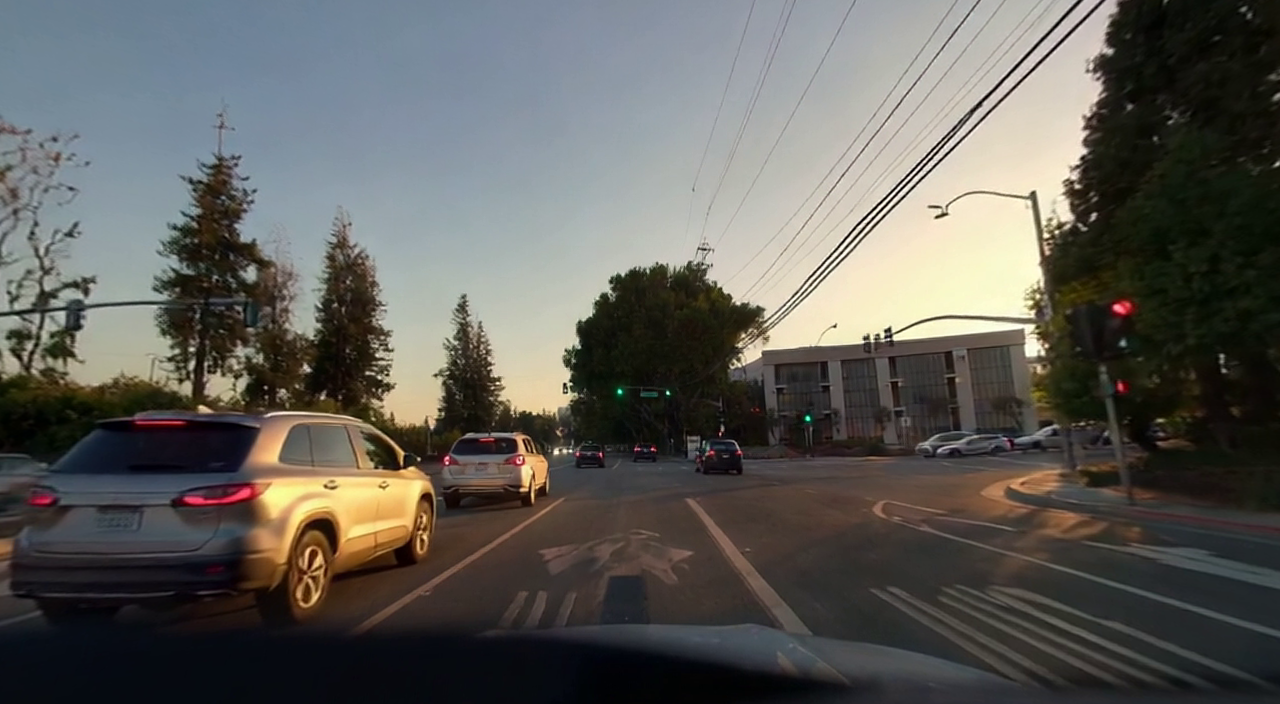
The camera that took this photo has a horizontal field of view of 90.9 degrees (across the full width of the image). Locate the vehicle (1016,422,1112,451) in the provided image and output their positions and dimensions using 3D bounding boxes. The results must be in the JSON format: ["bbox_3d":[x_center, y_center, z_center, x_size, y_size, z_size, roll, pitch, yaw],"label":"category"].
[{"bbox_3d":[26.351,5.288,39.271,4.439,1.748,2.037,0,-9,1],"label":"vehicle"}]

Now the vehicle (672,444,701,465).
[{"bbox_3d":[3.506,7.799,48.106,1.886,1.455,4.227,0,-9,0],"label":"vehicle"}]

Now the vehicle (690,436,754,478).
[{"bbox_3d":[3.566,4.692,28.400,2.201,1.734,4.564,0,-9,-1],"label":"vehicle"}]

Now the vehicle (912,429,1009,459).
[{"bbox_3d":[19.831,5.702,39.114,5.033,1.802,1.928,1,-9,-5],"label":"vehicle"}]

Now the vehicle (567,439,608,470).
[{"bbox_3d":[-2.984,5.945,36.528,1.900,1.677,4.128,0,-9,2],"label":"vehicle"}]

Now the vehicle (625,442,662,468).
[{"bbox_3d":[0.249,6.562,40.234,2.185,1.515,4.215,0,-9,1],"label":"vehicle"}]

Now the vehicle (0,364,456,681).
[{"bbox_3d":[-3.436,1.268,5.727,2.127,1.754,4.287,0,-9,1],"label":"vehicle"}]

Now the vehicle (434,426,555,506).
[{"bbox_3d":[-3.516,2.854,16.141,1.958,1.744,4.315,0,-9,1],"label":"vehicle"}]
